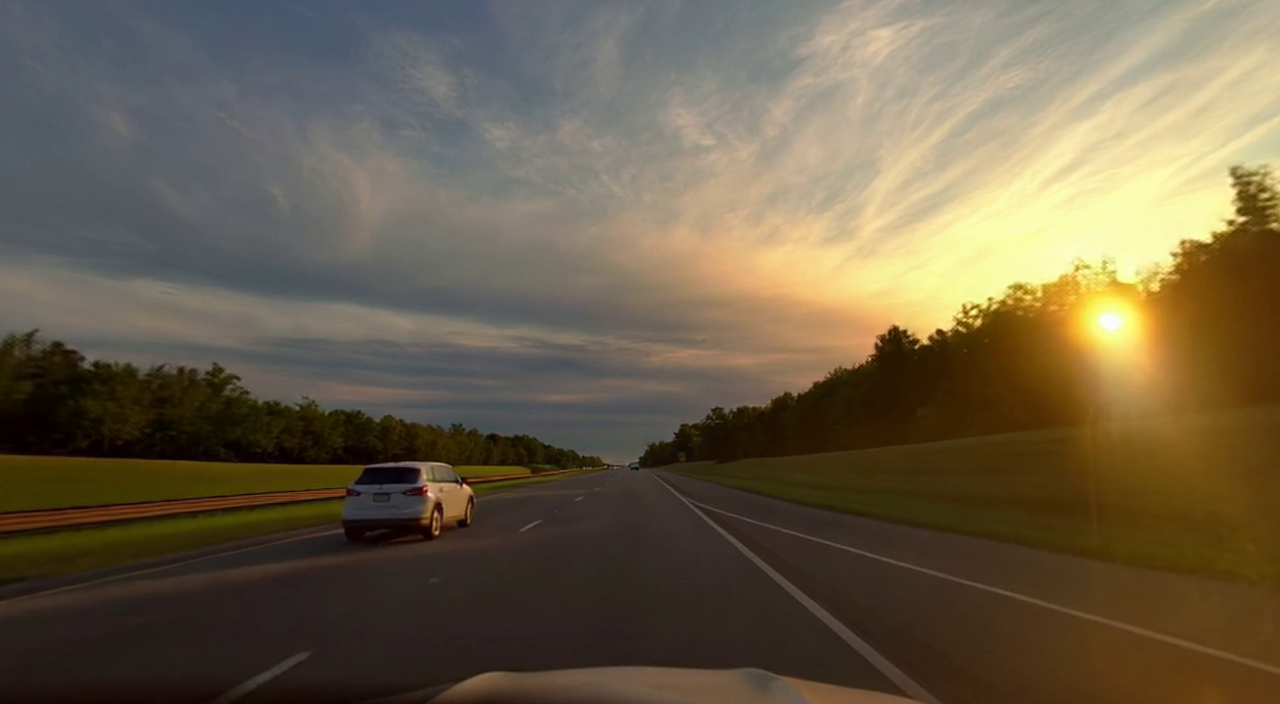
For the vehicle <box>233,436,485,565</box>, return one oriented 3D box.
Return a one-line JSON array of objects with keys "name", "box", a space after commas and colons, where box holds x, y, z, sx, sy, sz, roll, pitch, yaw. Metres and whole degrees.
[{"name": "vehicle", "box": [-4.169, 2.331, 10.484, 1.928, 1.593, 4.871, 1, -10, 0]}]
